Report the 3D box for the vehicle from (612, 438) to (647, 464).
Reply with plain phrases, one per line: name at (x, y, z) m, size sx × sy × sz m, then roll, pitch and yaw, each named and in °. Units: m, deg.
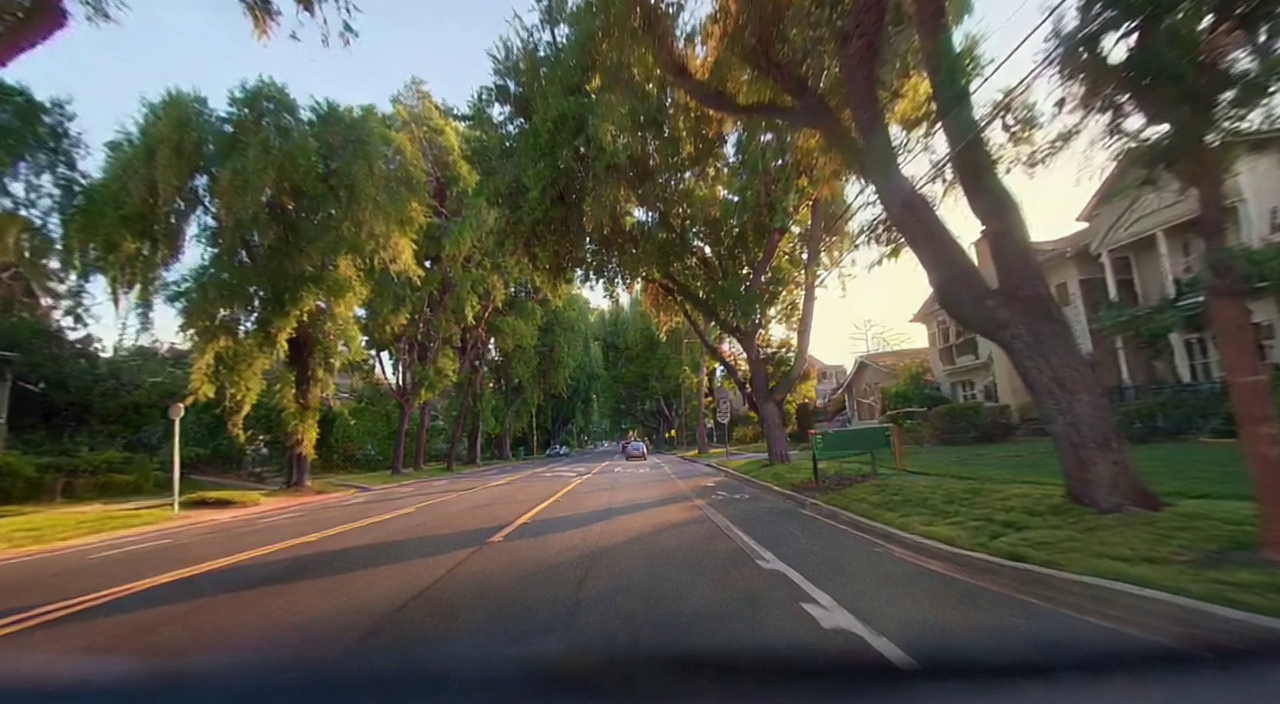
vehicle at (-0.686, 6.239, 39.927) m, size 2.104 × 1.500 × 3.815 m, roll 0°, pitch -8°, yaw -1°
